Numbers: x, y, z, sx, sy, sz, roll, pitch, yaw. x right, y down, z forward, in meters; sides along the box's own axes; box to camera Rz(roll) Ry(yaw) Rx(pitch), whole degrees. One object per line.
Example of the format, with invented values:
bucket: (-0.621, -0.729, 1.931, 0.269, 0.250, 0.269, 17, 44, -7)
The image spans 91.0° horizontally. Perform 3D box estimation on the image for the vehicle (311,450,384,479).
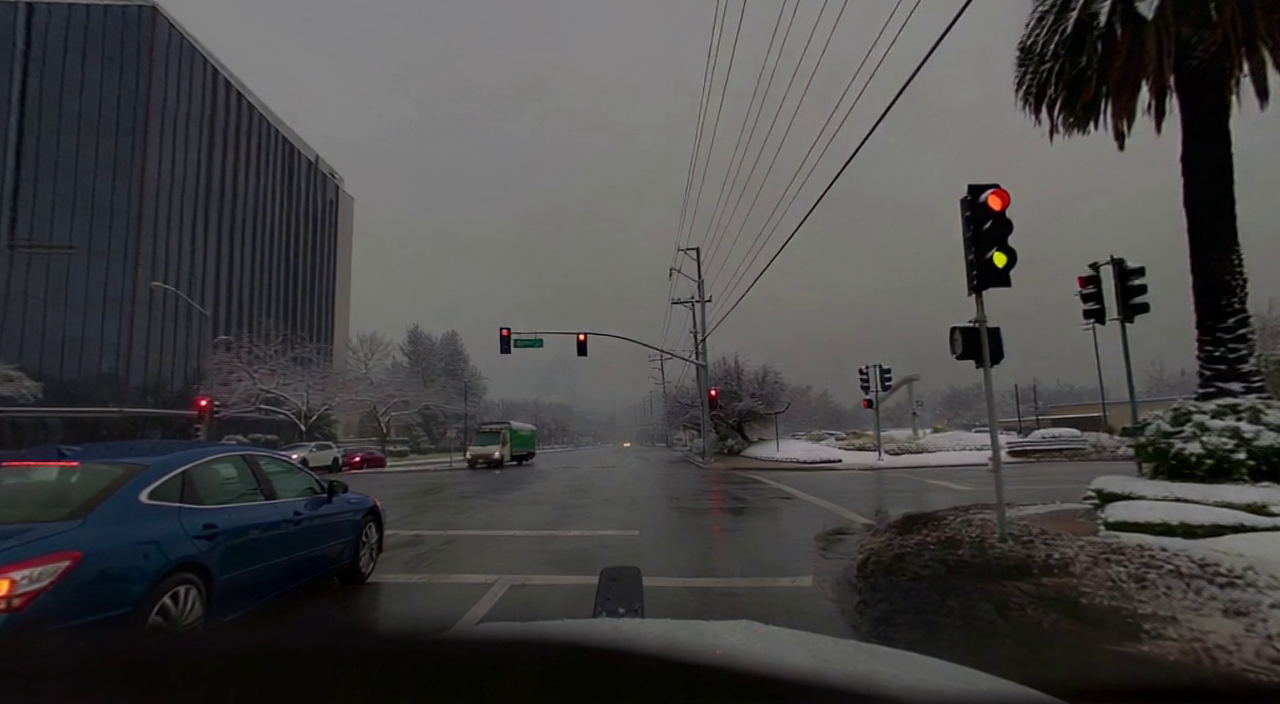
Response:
vehicle: (-15.360, 5.917, 33.335, 1.875, 1.389, 3.784, 0, -9, 3)

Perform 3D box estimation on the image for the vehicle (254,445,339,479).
vehicle: (-19.080, 6.109, 35.250, 2.017, 1.739, 4.569, 0, -9, 1)
